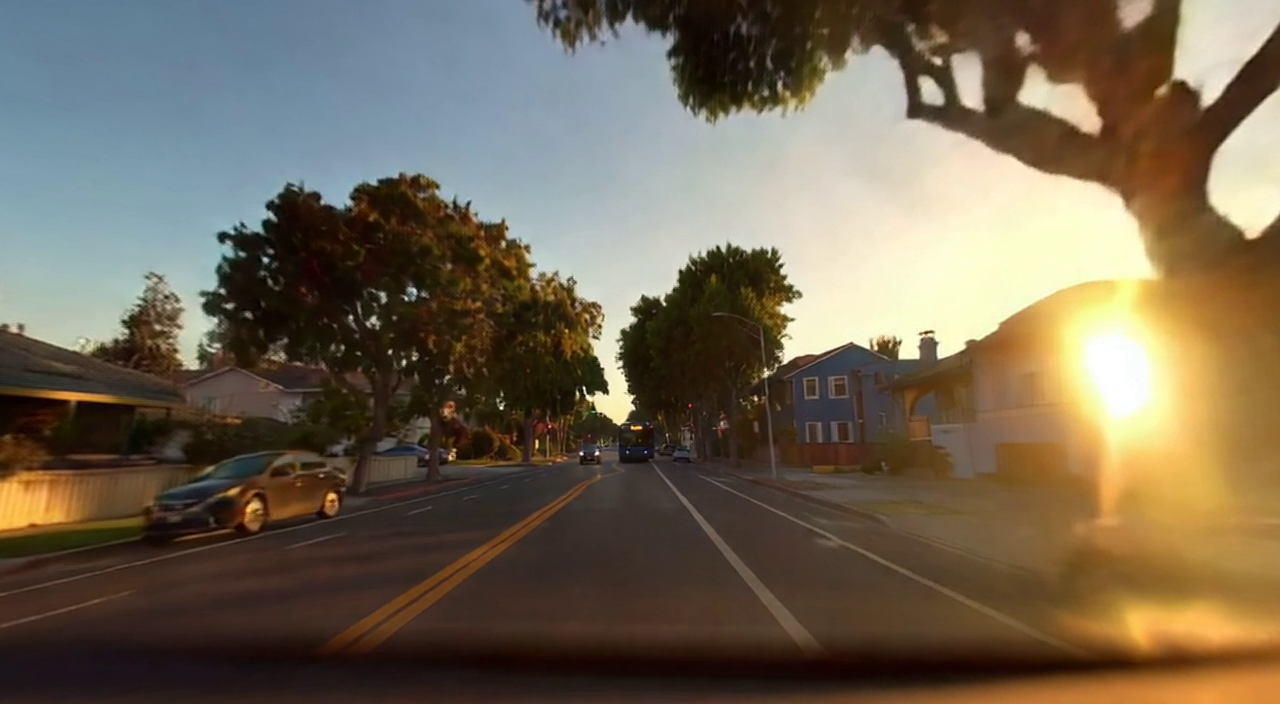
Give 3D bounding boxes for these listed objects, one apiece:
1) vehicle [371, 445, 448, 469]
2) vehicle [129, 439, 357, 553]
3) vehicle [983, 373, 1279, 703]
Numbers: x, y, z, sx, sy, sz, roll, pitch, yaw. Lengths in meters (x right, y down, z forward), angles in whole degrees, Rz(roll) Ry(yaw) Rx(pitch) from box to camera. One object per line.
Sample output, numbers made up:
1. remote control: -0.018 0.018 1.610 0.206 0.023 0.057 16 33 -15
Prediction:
1. vehicle: -15.556 7.103 42.865 4.481 1.591 1.807 0 -9 -1
2. vehicle: -7.887 2.837 13.210 1.898 1.755 4.603 -5 -9 -1
3. vehicle: 4.237 1.150 3.421 2.060 1.833 4.927 5 -9 0
